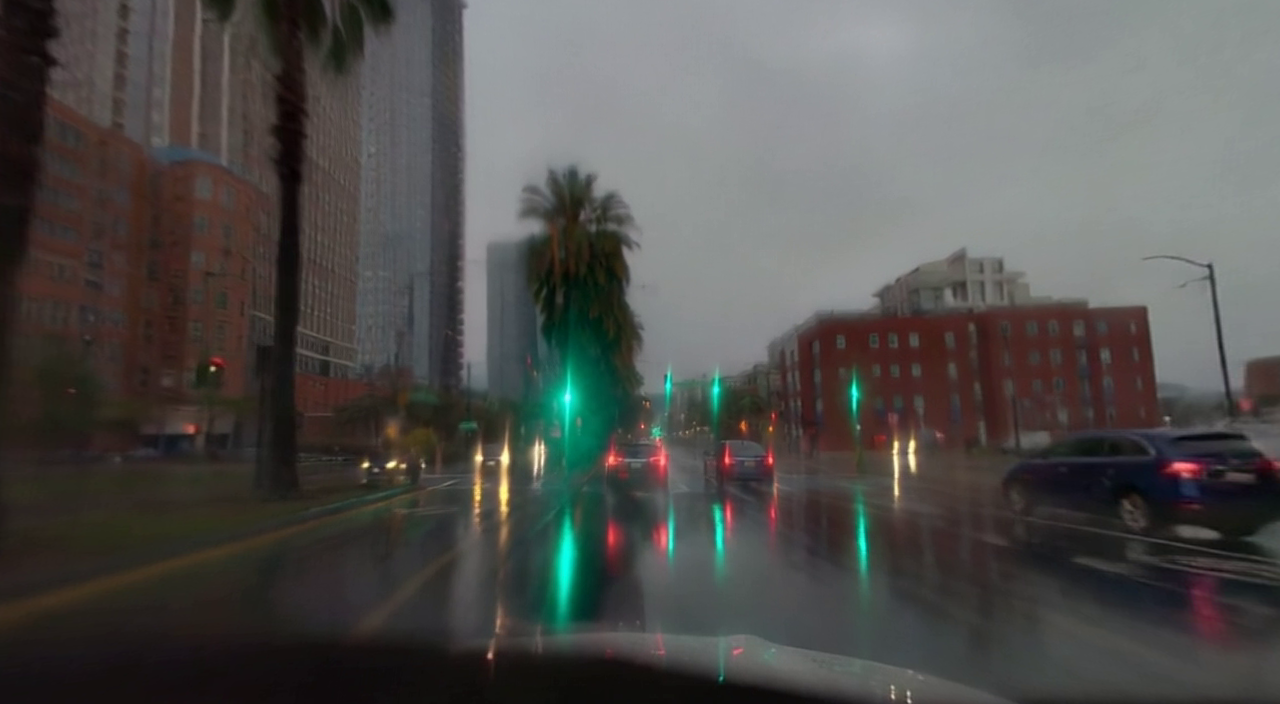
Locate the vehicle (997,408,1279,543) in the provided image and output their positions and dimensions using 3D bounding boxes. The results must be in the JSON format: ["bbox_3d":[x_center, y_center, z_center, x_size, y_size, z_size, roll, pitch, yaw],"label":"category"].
[{"bbox_3d":[8.155,1.891,10.276,2.000,1.685,4.487,0,-9,-1],"label":"vehicle"}]

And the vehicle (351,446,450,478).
[{"bbox_3d":[-12.162,5.580,32.126,4.641,1.502,1.882,-4,-9,23],"label":"vehicle"}]

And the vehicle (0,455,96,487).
[{"bbox_3d":[-38.327,7.546,40.275,5.791,1.900,2.283,-2,-9,12],"label":"vehicle"}]

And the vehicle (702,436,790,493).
[{"bbox_3d":[3.028,3.287,18.809,1.909,1.500,3.524,0,-9,-2],"label":"vehicle"}]

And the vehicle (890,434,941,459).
[{"bbox_3d":[19.785,6.836,45.579,1.959,1.674,4.706,-1,-9,5],"label":"vehicle"}]

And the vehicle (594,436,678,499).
[{"bbox_3d":[-0.144,3.091,17.274,2.048,1.503,3.681,0,-9,-2],"label":"vehicle"}]

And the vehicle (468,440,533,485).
[{"bbox_3d":[-5.164,4.124,23.940,1.977,1.501,4.435,1,-9,-7],"label":"vehicle"}]
